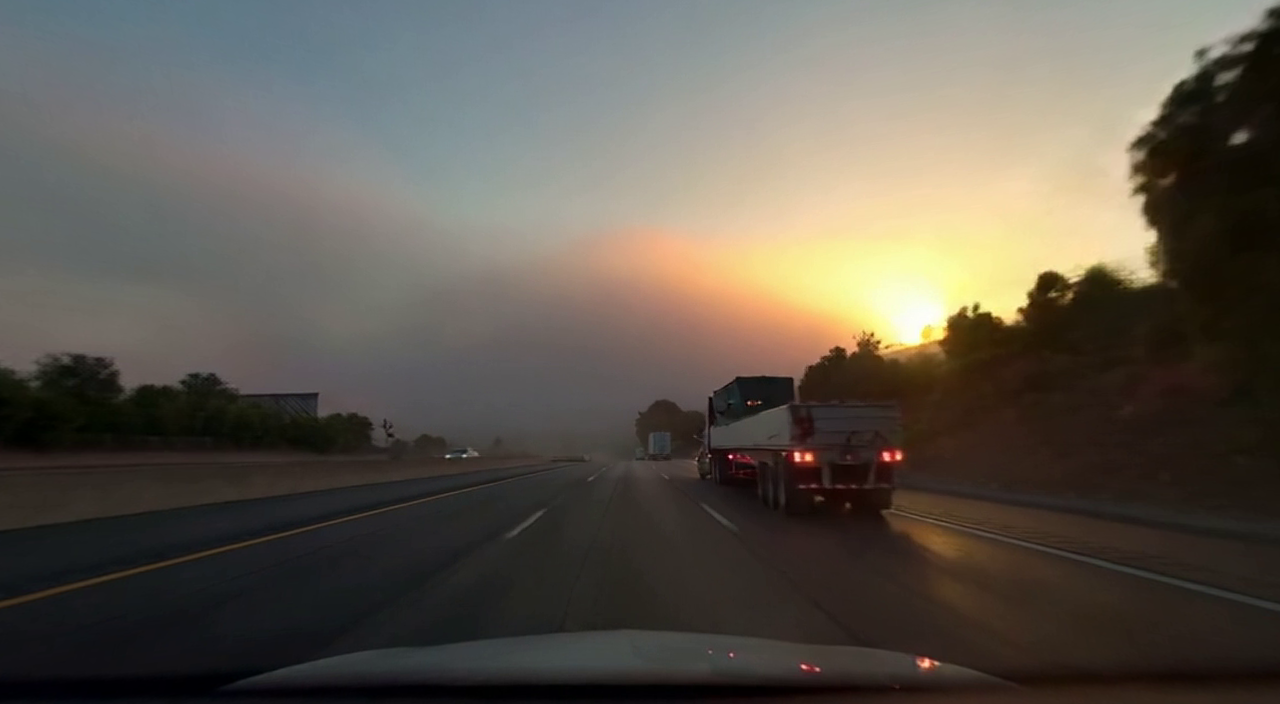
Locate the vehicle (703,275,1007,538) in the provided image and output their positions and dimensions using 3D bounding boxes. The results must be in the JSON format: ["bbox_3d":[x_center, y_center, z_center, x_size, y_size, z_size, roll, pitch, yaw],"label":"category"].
[{"bbox_3d":[3.859,1.778,16.102,3.037,3.999,13.133,0,-9,0],"label":"vehicle"}]
